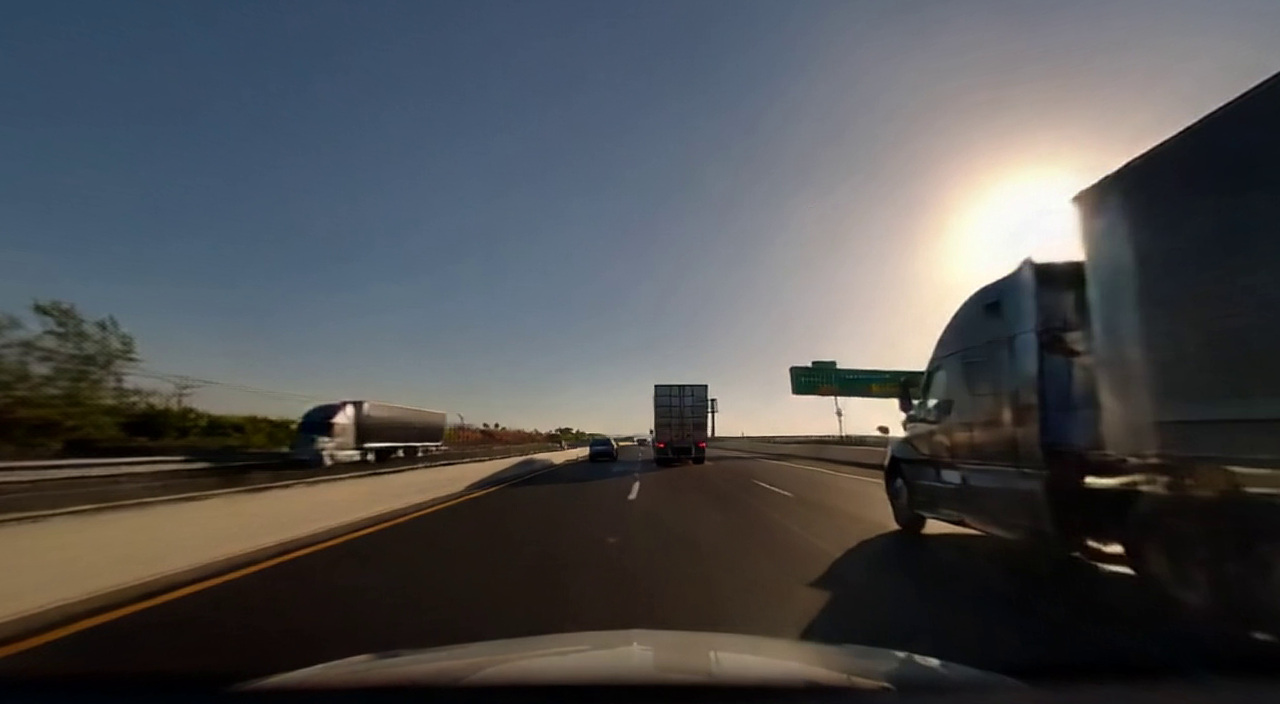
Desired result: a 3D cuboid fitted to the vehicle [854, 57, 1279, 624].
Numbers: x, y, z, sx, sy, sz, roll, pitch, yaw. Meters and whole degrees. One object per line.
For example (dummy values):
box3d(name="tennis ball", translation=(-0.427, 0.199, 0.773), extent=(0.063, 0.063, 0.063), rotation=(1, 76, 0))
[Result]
box3d(name="vehicle", translation=(6.003, 0.406, 8.091), extent=(2.946, 3.946, 10.224), rotation=(0, -8, 0))

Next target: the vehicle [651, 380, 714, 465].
box3d(name="vehicle", translation=(2.252, 4.274, 37.139), extent=(2.966, 4.072, 13.408), rotation=(-1, -8, 2))

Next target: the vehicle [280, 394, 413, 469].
box3d(name="vehicle", translation=(-17.494, 4.915, 38.695), extent=(3.026, 3.971, 10.127), rotation=(0, -8, 1))

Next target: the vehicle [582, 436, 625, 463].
box3d(name="vehicle", translation=(-2.151, 5.980, 38.941), extent=(2.208, 1.542, 5.138), rotation=(0, -8, 1))
